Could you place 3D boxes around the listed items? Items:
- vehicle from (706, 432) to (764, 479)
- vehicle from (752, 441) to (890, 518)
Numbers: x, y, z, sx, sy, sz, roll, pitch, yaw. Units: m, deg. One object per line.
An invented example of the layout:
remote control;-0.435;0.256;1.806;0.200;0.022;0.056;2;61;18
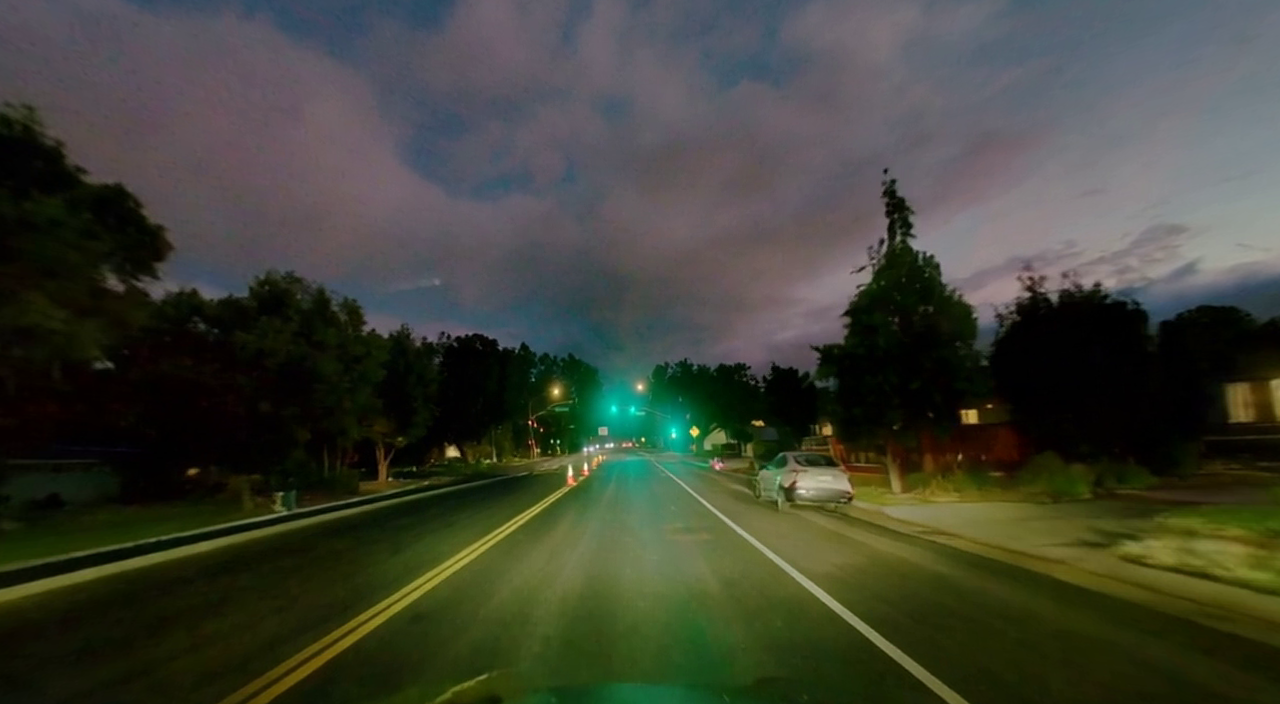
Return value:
vehicle;4.113;4.557;27.995;2.241;1.935;3.270;-1;-9;4
vehicle;3.841;2.775;14.329;1.870;1.441;4.539;-1;-9;1
